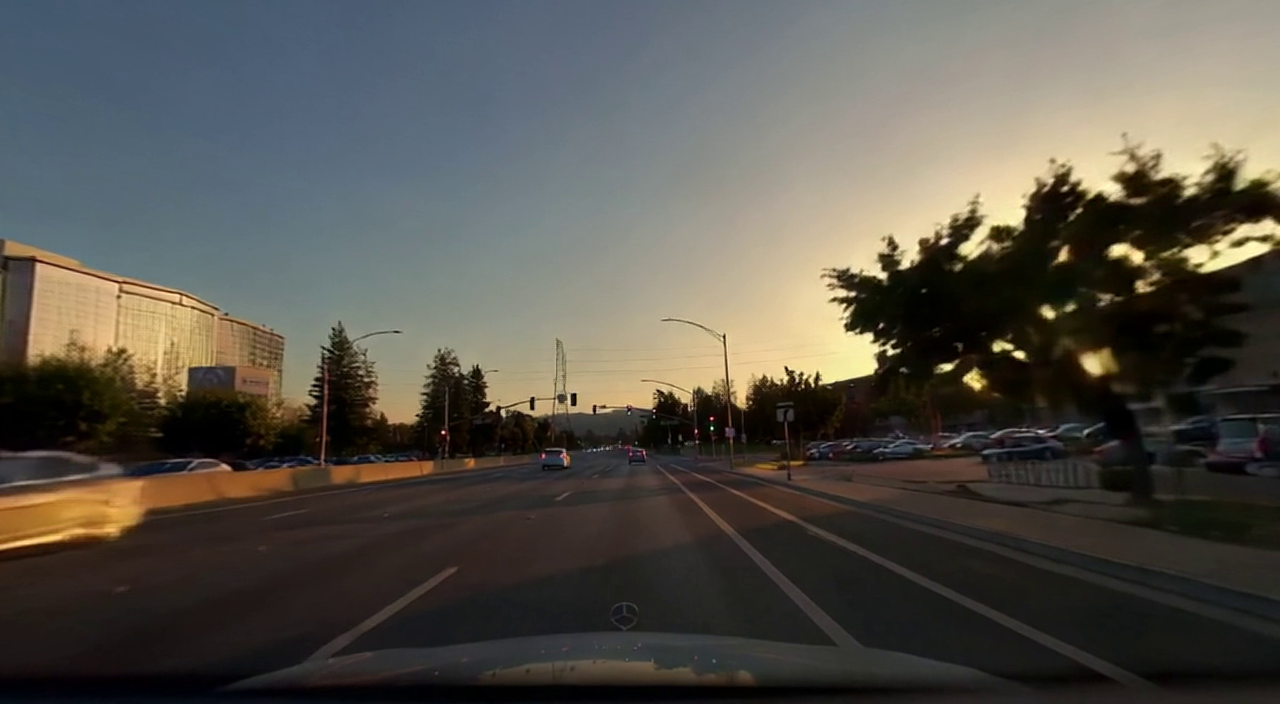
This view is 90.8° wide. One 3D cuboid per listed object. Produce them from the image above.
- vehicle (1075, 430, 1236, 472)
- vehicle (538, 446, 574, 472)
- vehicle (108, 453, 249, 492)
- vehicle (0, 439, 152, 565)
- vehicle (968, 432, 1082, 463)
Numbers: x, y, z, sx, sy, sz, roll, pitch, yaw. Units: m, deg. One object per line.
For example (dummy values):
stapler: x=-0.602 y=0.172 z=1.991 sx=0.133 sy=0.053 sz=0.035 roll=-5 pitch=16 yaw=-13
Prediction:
vehicle: x=19.701 y=3.796 z=24.289 sx=4.505 sy=1.481 sz=1.870 roll=0 pitch=-9 yaw=0
vehicle: x=-4.900 y=6.288 z=37.290 sx=1.928 sy=1.451 sz=4.219 roll=0 pitch=-9 yaw=-5
vehicle: x=-25.172 y=6.546 z=34.636 sx=5.763 sy=1.982 sz=2.425 roll=-1 pitch=-9 yaw=1
vehicle: x=-9.912 y=2.167 z=9.240 sx=1.971 sy=1.744 sz=4.399 roll=-1 pitch=-9 yaw=1
vehicle: x=19.122 y=4.767 z=31.530 sx=4.481 sy=1.482 sz=1.814 roll=0 pitch=-9 yaw=-2
